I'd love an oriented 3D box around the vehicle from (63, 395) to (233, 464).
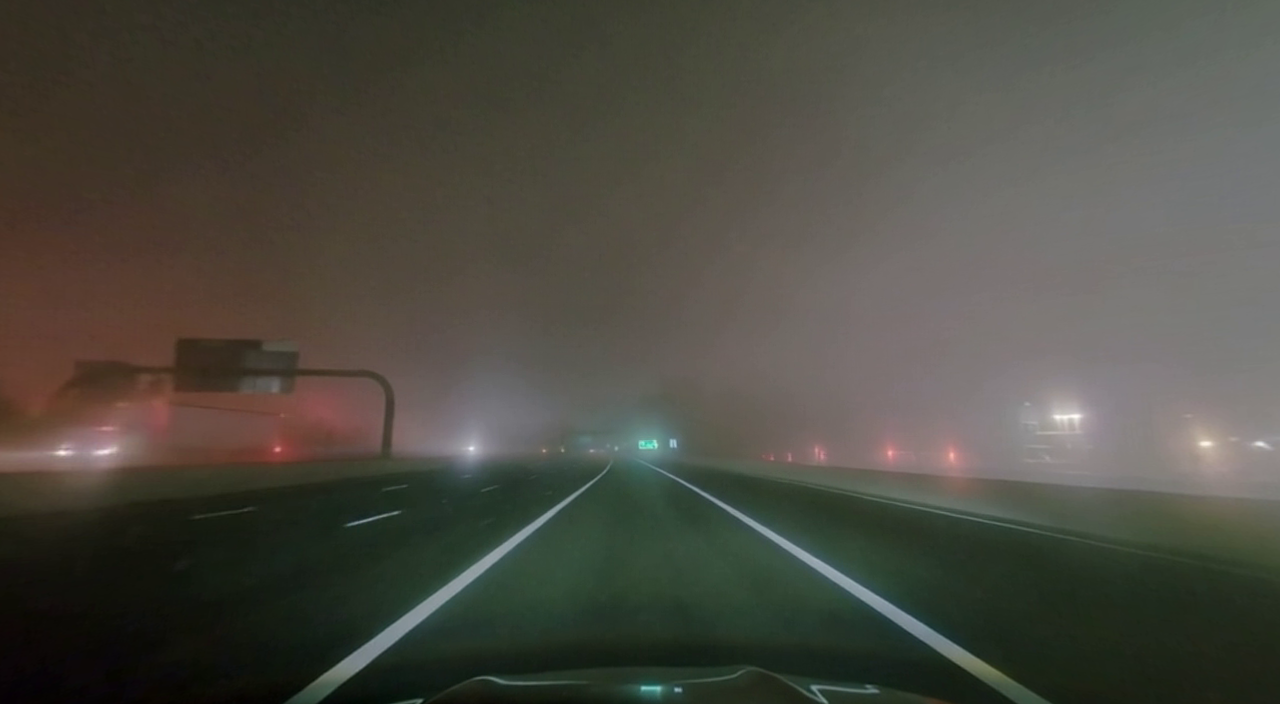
[{"bbox_3d":[-31.824,5.277,41.610,2.947,3.997,10.418,0,-9,-2],"label":"vehicle"}]
